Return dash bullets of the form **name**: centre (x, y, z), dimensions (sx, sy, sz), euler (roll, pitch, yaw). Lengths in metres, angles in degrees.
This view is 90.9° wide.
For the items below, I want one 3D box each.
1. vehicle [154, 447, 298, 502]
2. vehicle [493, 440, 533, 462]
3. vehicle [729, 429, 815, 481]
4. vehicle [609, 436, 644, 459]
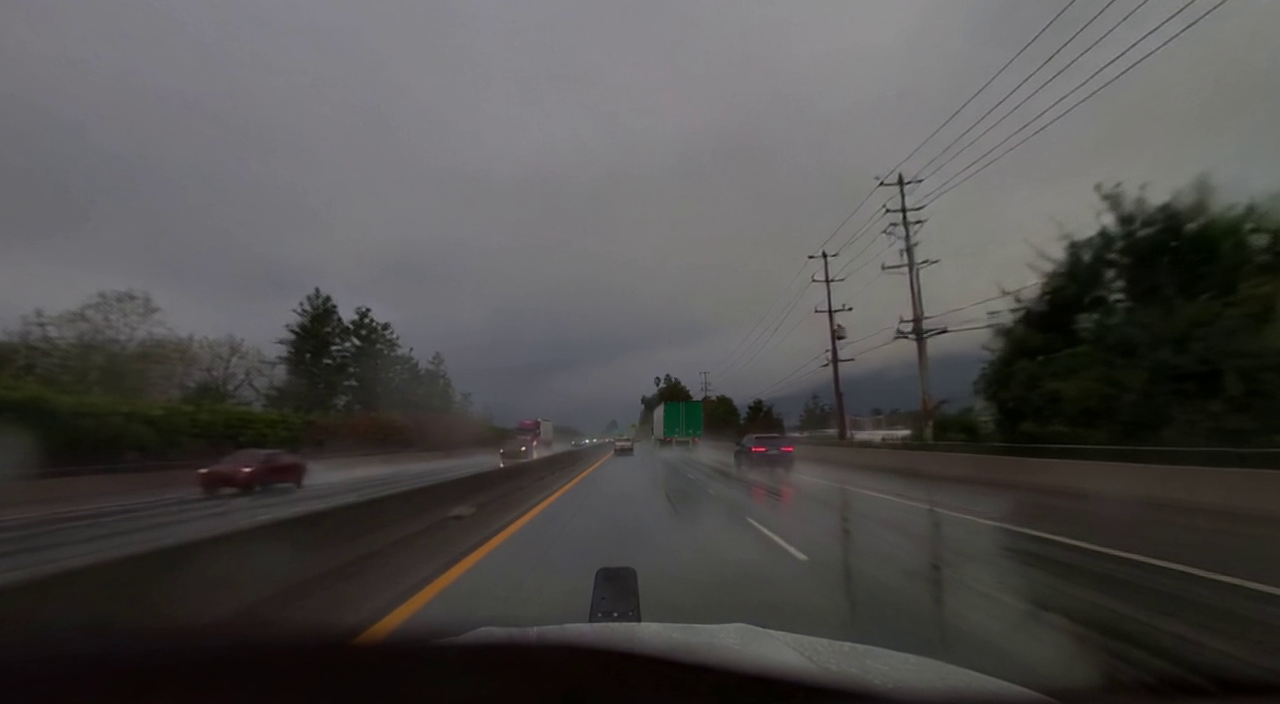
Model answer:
- **vehicle**: centre (-13.379, 3.936, 20.784), dimensions (1.837, 1.523, 4.377), euler (0, -7, -1)
- **vehicle**: centre (-9.027, 7.049, 45.193), dimensions (1.915, 1.484, 4.561), euler (0, -7, 0)
- **vehicle**: centre (4.320, 3.396, 21.247), dimensions (1.930, 1.573, 3.853), euler (0, -7, -2)
- **vehicle**: centre (-0.871, 6.235, 41.349), dimensions (2.163, 1.466, 3.693), euler (0, -7, -1)
